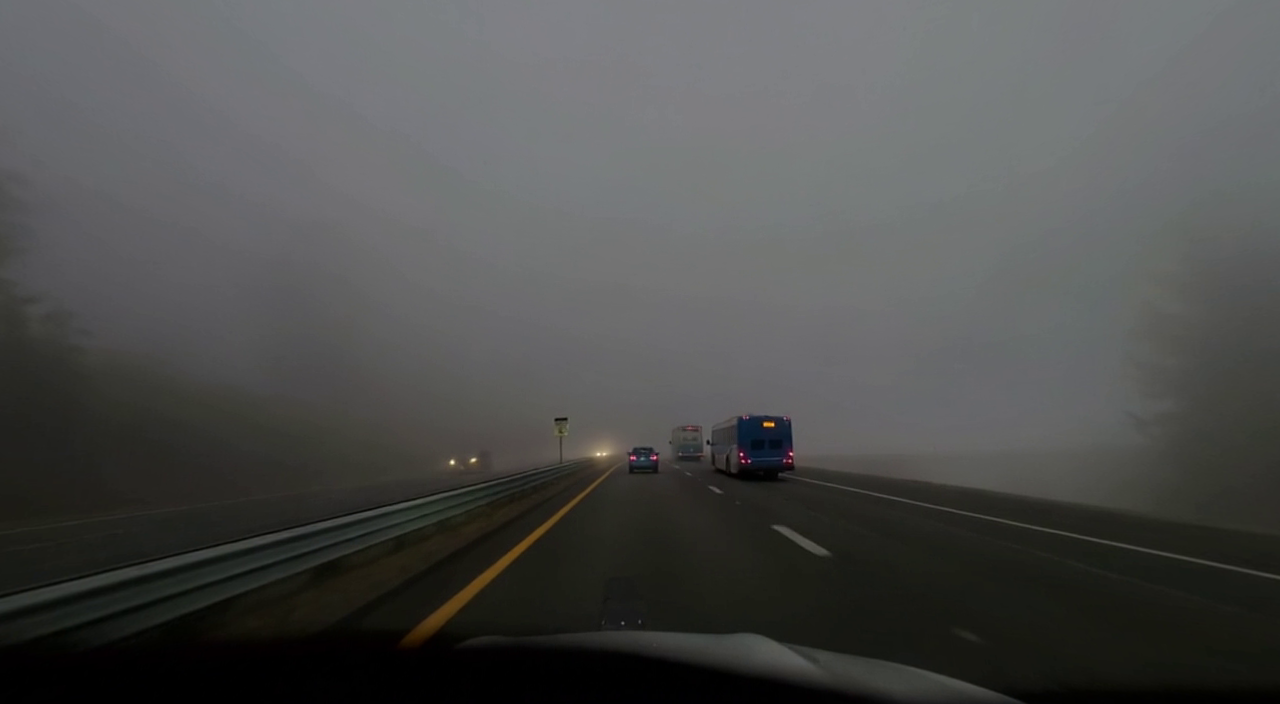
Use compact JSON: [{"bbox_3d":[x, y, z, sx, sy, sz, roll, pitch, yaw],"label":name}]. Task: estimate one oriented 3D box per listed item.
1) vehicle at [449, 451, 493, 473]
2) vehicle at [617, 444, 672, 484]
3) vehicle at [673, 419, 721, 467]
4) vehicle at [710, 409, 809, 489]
[{"bbox_3d":[-12.345,8.062,46.372,2.025,1.546,4.069,0,-9,1],"label":"vehicle"},{"bbox_3d":[0.166,4.407,25.074,2.004,1.449,3.817,0,-9,0],"label":"vehicle"},{"bbox_3d":[4.295,7.127,49.090,2.883,3.358,7.942,0,-9,-1],"label":"vehicle"},{"bbox_3d":[4.200,3.606,23.459,2.440,2.555,5.957,0,-9,-1],"label":"vehicle"}]
